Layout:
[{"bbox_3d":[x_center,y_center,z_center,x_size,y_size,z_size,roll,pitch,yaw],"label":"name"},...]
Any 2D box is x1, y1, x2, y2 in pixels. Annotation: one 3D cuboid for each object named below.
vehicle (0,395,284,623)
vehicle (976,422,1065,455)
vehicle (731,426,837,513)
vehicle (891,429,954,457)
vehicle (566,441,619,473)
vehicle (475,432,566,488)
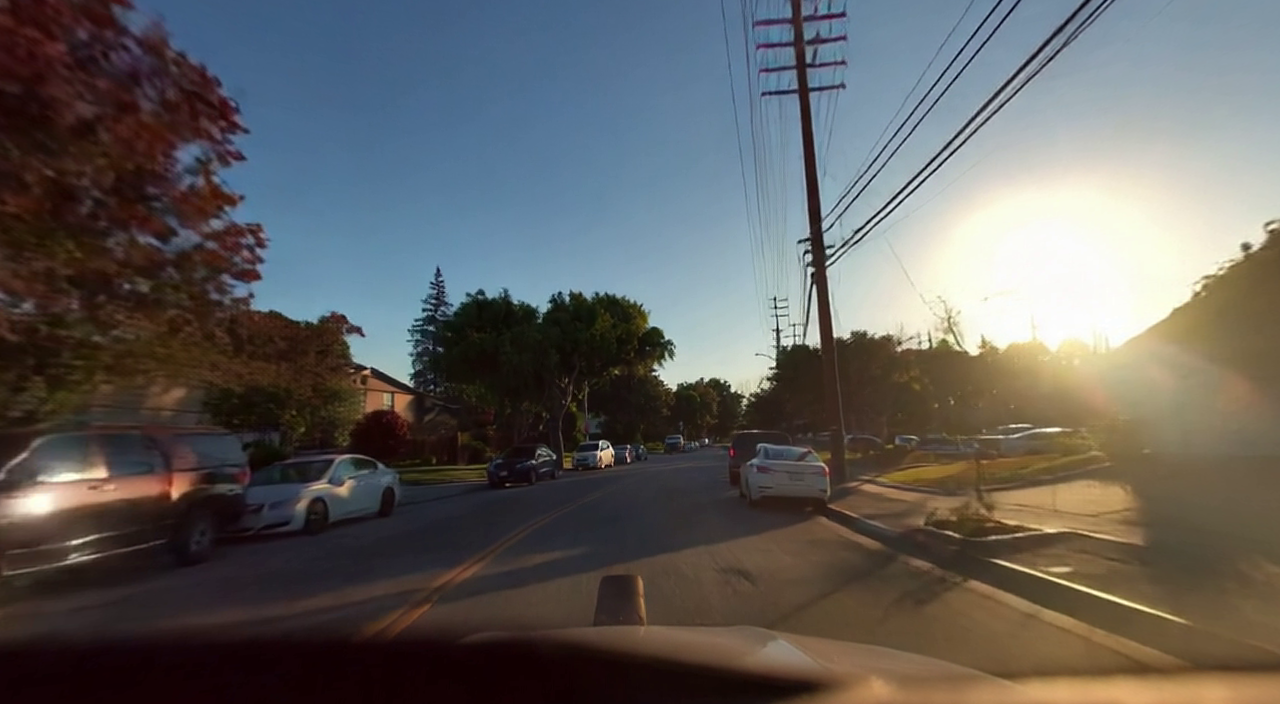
[{"bbox_3d":[-7.130,1.803,7.604,2.250,2.081,6.553,-3,-9,-3],"label":"vehicle"},{"bbox_3d":[22.799,5.272,38.124,2.253,1.805,4.842,1,-9,-1],"label":"vehicle"},{"bbox_3d":[3.420,2.874,16.004,2.032,1.810,5.047,-1,-9,6],"label":"vehicle"},{"bbox_3d":[17.547,5.686,39.409,2.079,1.675,3.855,0,-9,-1],"label":"vehicle"},{"bbox_3d":[-2.889,6.585,39.942,2.192,1.873,4.985,-1,-9,9],"label":"vehicle"},{"bbox_3d":[-5.063,4.725,27.575,2.353,2.037,5.358,-5,-11,6],"label":"vehicle"}]
